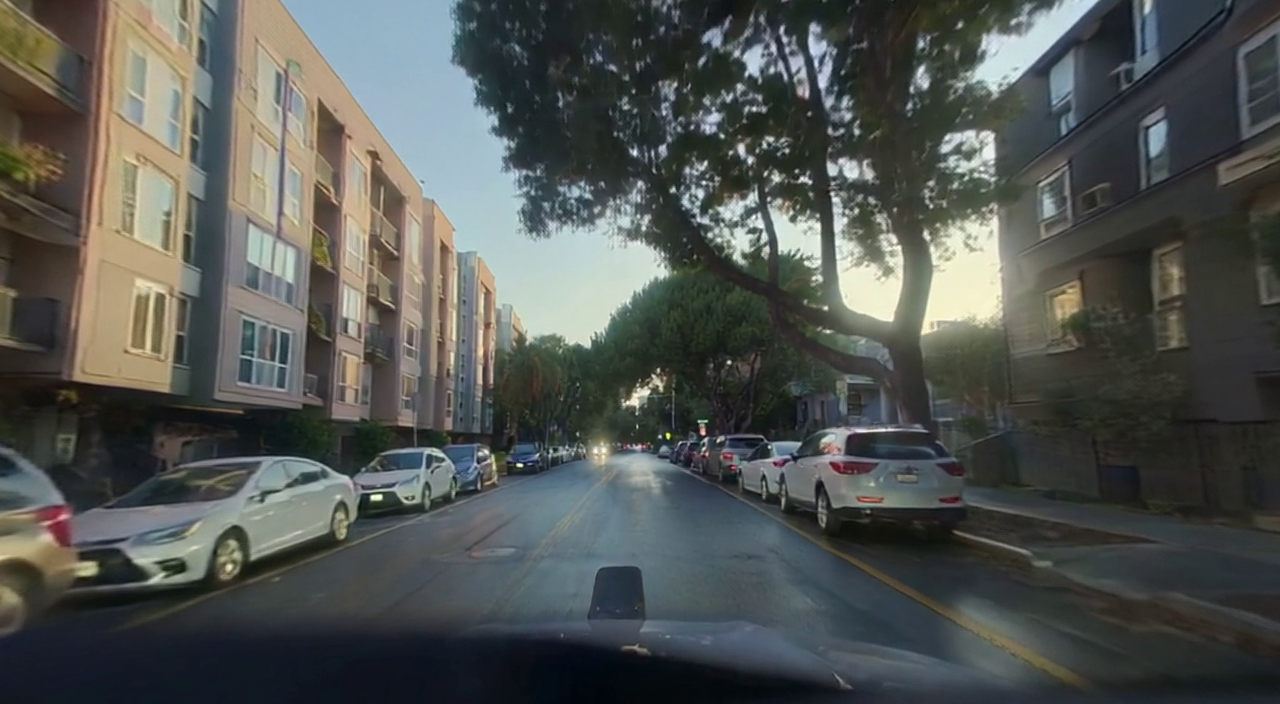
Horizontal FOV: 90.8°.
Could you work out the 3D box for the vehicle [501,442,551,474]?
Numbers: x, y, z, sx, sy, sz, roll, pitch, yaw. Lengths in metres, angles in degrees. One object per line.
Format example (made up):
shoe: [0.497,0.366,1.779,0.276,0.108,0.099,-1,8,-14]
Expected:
vehicle: [-5.668,5.318,31.982,1.647,1.481,4.433,0,-8,1]

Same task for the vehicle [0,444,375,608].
vehicle: [-5.115,1.872,7.908,1.649,1.408,4.665,0,-8,-1]

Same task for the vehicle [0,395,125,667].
vehicle: [-4.993,0.935,2.616,1.922,1.728,4.628,0,-8,-2]

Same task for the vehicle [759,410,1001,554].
vehicle: [3.492,2.007,10.518,1.912,1.781,5.159,0,-8,-1]

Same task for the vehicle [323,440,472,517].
vehicle: [-5.353,2.811,14.660,1.711,1.500,4.510,0,-8,-1]
